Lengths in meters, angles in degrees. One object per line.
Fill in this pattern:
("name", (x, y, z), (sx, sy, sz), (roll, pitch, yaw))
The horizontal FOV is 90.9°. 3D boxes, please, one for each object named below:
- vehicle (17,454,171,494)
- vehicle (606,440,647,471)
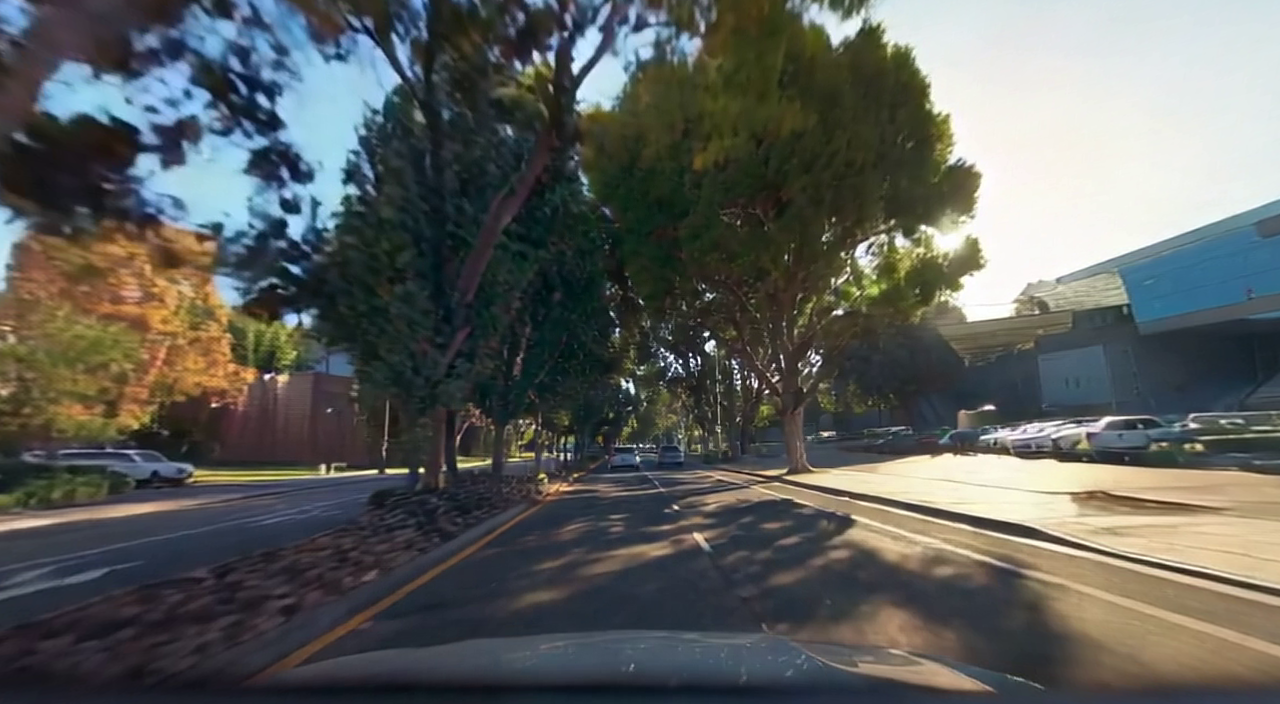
("vehicle", (-22.523, 5.027, 26.134), (4.589, 1.557, 1.887), (0, -8, 0))
("vehicle", (-0.766, 5.677, 34.832), (2.109, 1.612, 3.963), (0, -8, -2))
